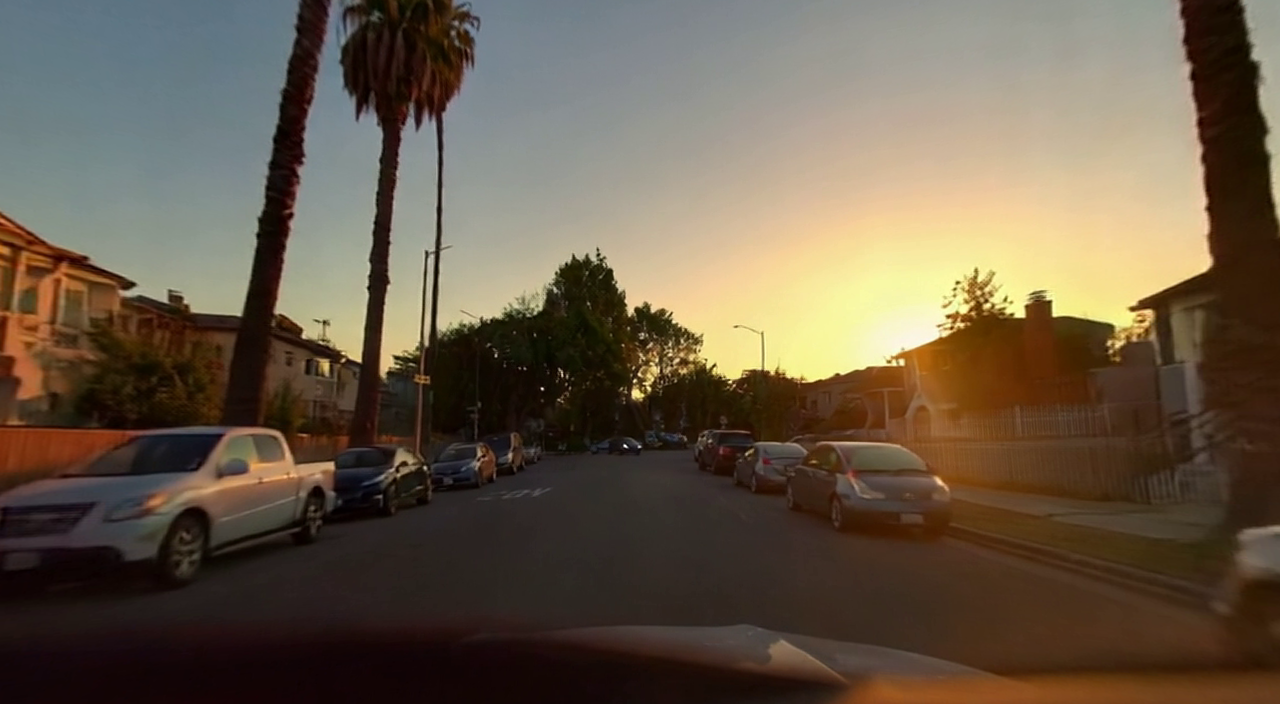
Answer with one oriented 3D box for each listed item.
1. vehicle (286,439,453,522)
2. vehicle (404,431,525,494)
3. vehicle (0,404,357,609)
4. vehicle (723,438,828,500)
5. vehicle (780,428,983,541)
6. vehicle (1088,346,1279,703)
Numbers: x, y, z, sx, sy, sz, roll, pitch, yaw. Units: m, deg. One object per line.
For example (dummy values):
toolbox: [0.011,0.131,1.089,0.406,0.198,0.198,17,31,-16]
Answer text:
vehicle: [-5.788,2.774,14.266,1.849,1.531,4.562,0,-8,-1]
vehicle: [-5.709,3.687,21.555,2.316,1.808,5.876,0,-8,1]
vehicle: [-5.710,1.779,8.316,1.963,1.859,4.884,0,-8,-4]
vehicle: [3.752,3.304,18.387,1.958,1.485,4.819,2,-8,0]
vehicle: [4.072,2.290,11.561,1.998,1.649,4.175,0,-8,-1]
vehicle: [3.857,0.699,1.455,2.116,1.817,4.652,0,-8,-1]
